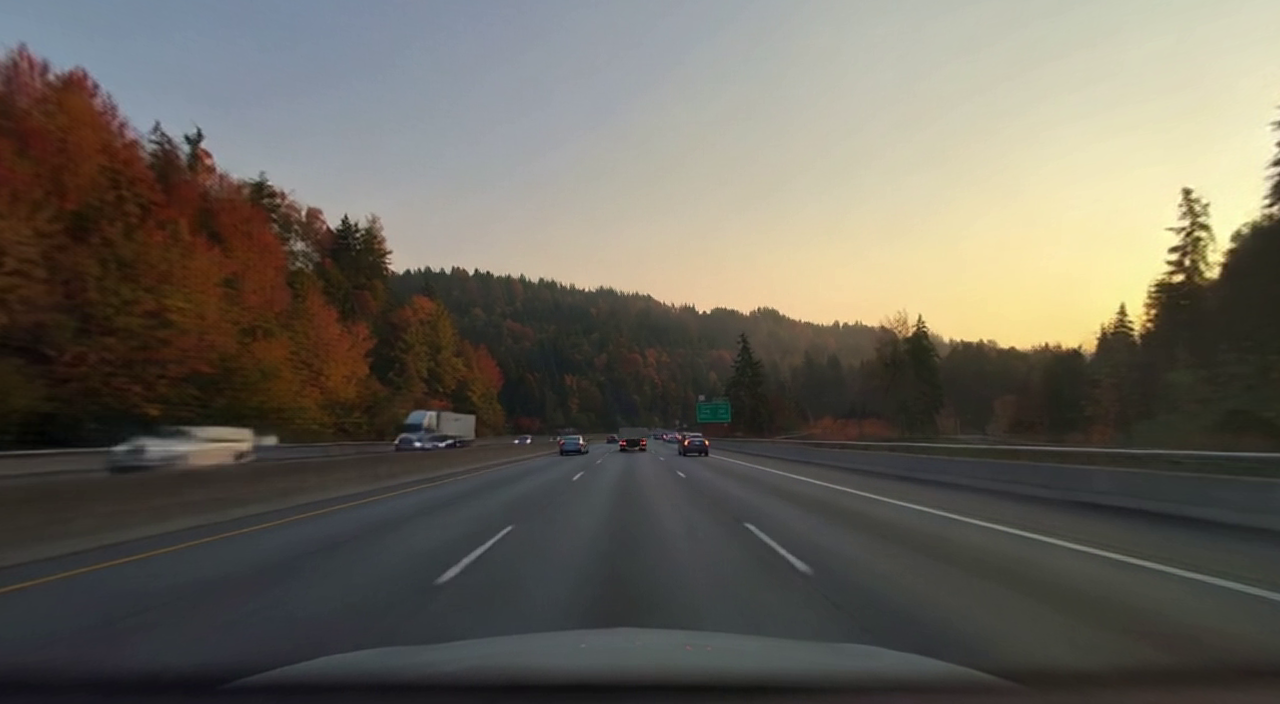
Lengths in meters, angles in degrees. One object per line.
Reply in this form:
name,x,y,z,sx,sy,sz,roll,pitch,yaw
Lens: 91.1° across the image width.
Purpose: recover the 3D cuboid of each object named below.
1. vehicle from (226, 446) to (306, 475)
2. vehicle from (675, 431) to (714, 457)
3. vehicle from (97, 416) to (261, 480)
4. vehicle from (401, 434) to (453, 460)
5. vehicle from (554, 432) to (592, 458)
vehicle,-19.230,5.574,32.514,1.861,1.335,3.578,0,-8,1
vehicle,3.312,5.685,38.815,1.882,1.492,3.958,0,-8,-2
vehicle,-19.401,4.064,27.033,2.309,2.387,6.225,0,-8,0
vehicle,-13.099,5.838,38.950,1.824,1.492,3.954,0,-8,0
vehicle,-4.146,5.840,39.536,2.027,1.501,3.920,0,-8,-1
